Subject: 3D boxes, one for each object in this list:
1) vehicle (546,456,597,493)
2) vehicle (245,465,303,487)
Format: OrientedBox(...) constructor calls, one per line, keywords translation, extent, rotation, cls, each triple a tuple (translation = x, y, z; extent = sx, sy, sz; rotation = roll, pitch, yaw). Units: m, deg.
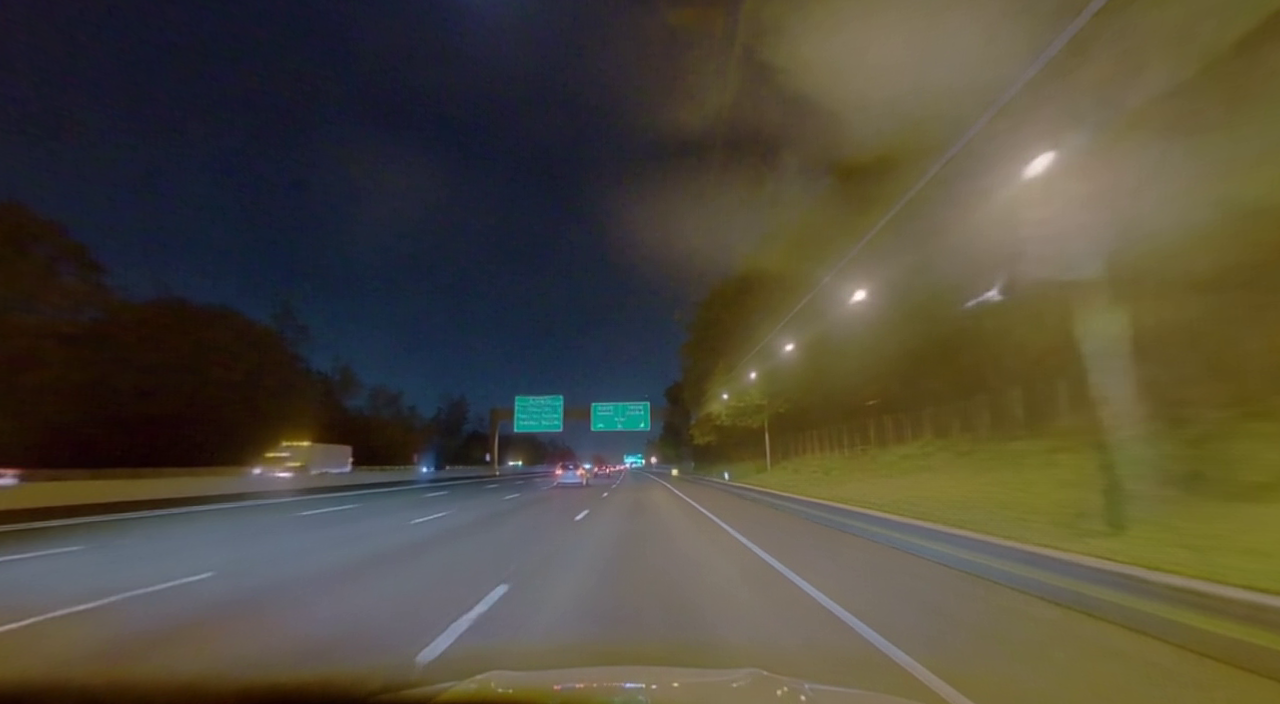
OrientedBox(translation=(-3.340, 6.096, 31.428), extent=(2.092, 1.642, 3.895), rotation=(1, -11, 0), cls="vehicle")
OrientedBox(translation=(-26.086, 8.851, 45.027), extent=(1.781, 1.418, 4.051), rotation=(1, -11, -1), cls="vehicle")
